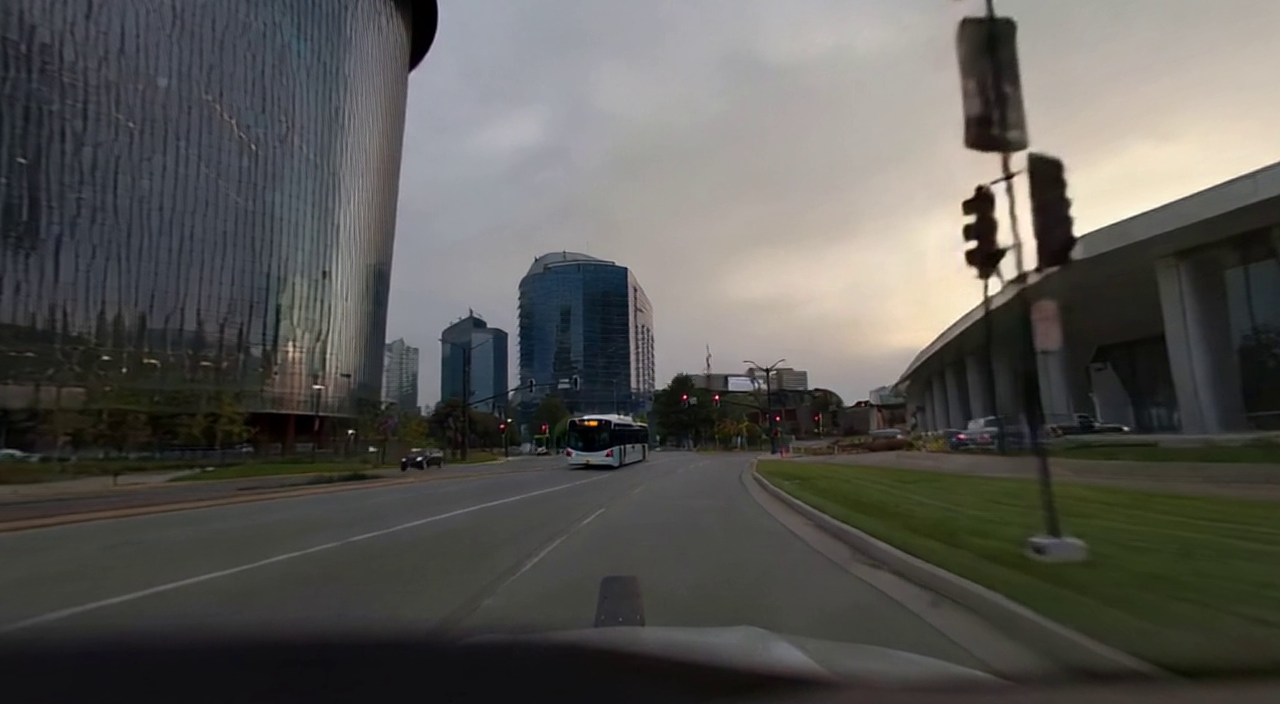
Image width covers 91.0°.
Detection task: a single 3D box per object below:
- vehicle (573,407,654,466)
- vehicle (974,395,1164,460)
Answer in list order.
[{"bbox_3d":[-1.542,6.560,48.023,3.148,3.729,14.894,-1,-9,9],"label":"vehicle"},{"bbox_3d":[14.475,2.644,21.588,4.647,1.951,2.304,-3,-9,6],"label":"vehicle"}]
